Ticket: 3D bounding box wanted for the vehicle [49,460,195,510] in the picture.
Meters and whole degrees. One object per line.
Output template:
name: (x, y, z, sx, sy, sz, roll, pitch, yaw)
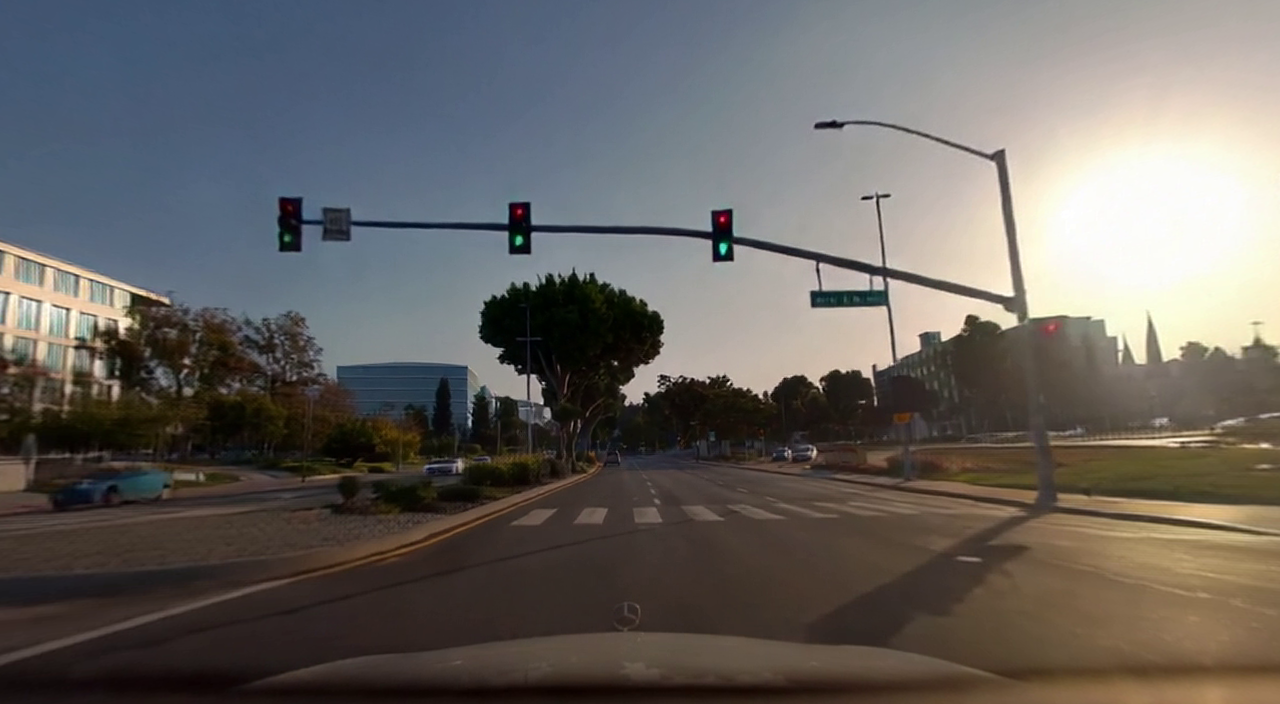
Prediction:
vehicle: (-19.362, 4.937, 23.934, 1.851, 1.502, 4.398, -3, -8, 0)
